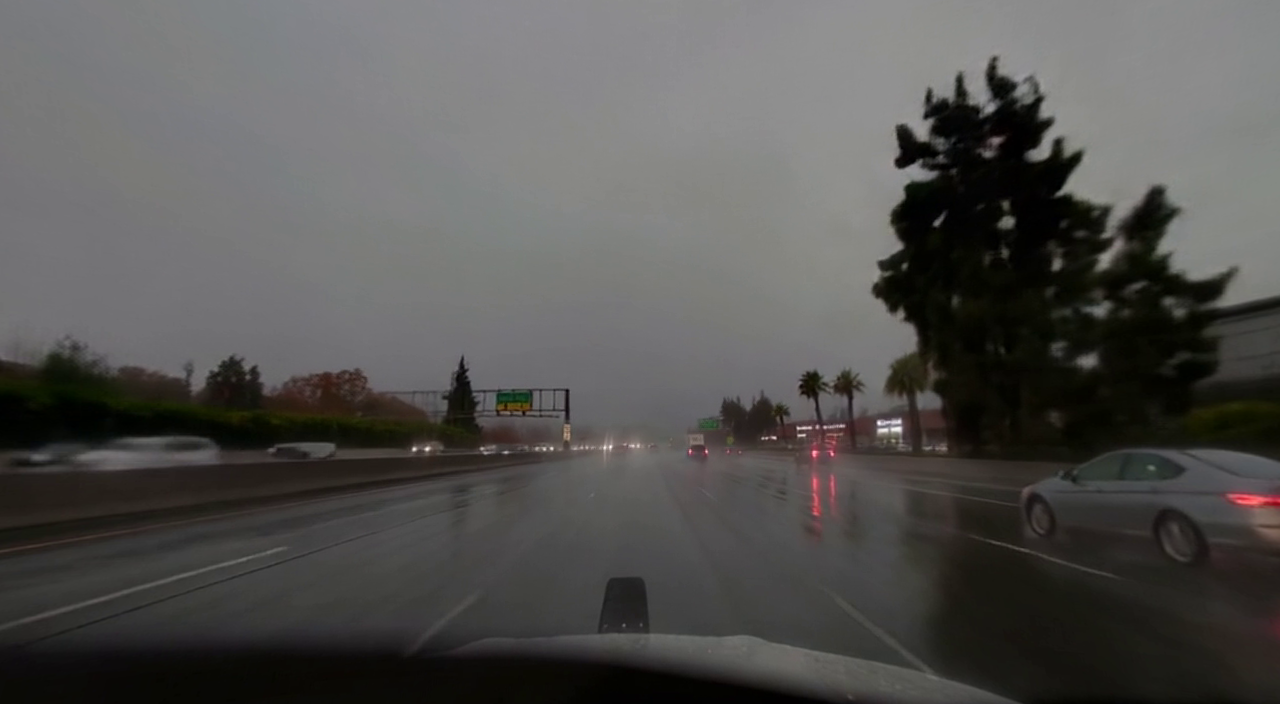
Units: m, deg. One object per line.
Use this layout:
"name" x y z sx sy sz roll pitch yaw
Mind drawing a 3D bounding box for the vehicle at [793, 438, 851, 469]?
"vehicle" 11.503 6.431 40.216 2.168 1.861 4.678 0 -8 -1

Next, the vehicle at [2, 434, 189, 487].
"vehicle" -17.741 3.553 20.946 1.946 1.547 4.634 -1 -8 3

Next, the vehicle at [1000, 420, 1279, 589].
"vehicle" 6.955 1.721 7.957 2.071 1.543 4.702 0 -8 1

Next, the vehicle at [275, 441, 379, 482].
"vehicle" -12.313 4.317 25.159 1.866 1.446 4.246 0 -8 1
